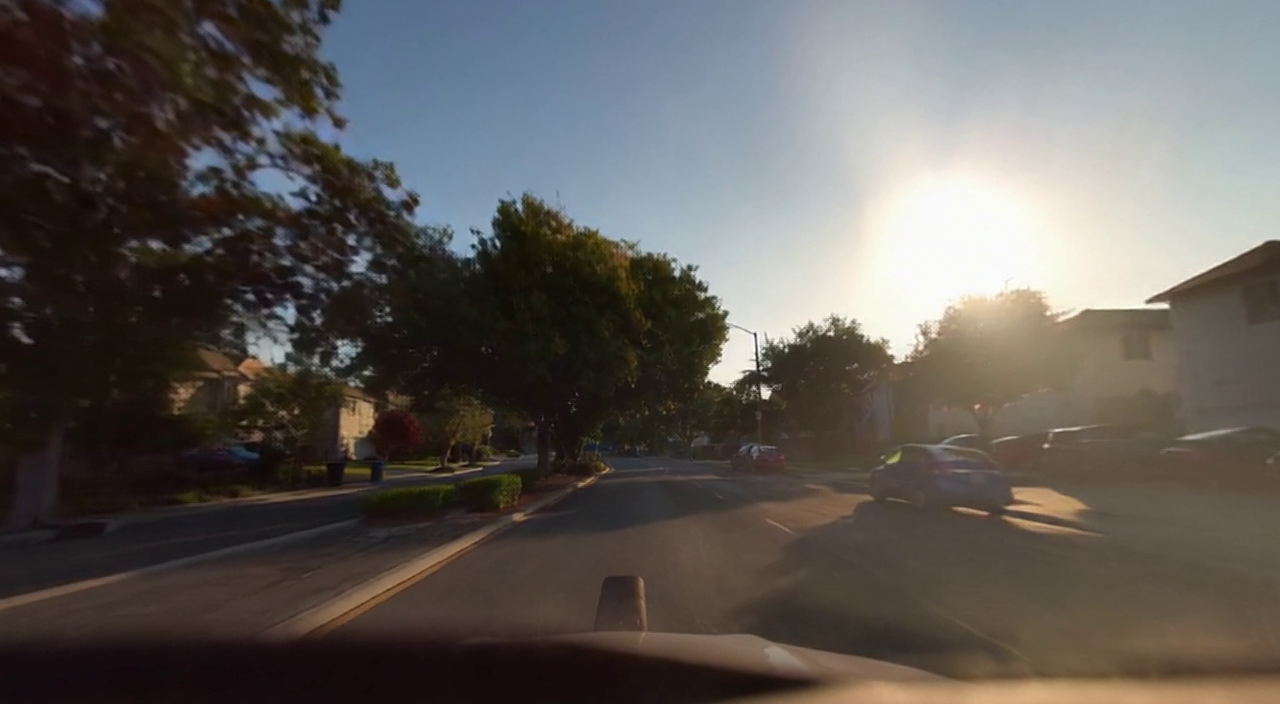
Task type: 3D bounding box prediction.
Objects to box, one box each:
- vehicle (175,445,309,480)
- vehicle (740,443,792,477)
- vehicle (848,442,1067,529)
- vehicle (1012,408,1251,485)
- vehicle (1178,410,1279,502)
[{"bbox_3d":[-21.178,5.870,33.793,5.659,1.769,2.073,0,-9,-2],"label":"vehicle"},{"bbox_3d":[6.794,5.878,34.599,1.996,1.745,4.556,0,-9,1],"label":"vehicle"},{"bbox_3d":[6.468,2.744,13.749,2.042,1.511,5.029,0,-9,-2],"label":"vehicle"},{"bbox_3d":[14.973,2.923,19.557,5.355,1.853,2.257,-4,-9,0],"label":"vehicle"},{"bbox_3d":[13.307,1.945,11.957,1.978,1.738,4.734,-2,-9,-1],"label":"vehicle"}]
